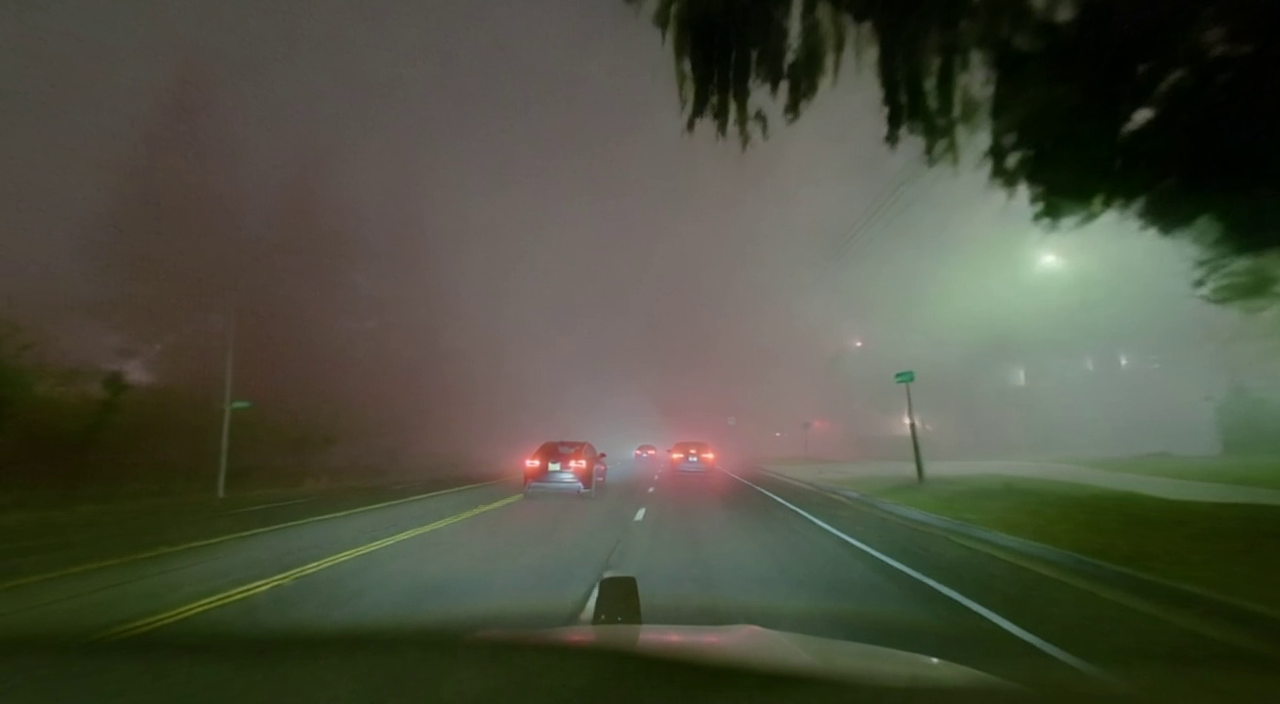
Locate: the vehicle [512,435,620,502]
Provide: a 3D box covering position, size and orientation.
[{"bbox_3d":[-1.741,2.955,16.424,2.030,1.467,4.403,-1,-8,3],"label":"vehicle"}]

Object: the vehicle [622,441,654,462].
[{"bbox_3d":[-0.105,7.270,46.171,2.114,1.500,3.912,-1,-8,3],"label":"vehicle"}]

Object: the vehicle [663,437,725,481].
[{"bbox_3d":[1.924,3.931,23.392,2.065,1.456,4.099,-1,-8,2],"label":"vehicle"}]
